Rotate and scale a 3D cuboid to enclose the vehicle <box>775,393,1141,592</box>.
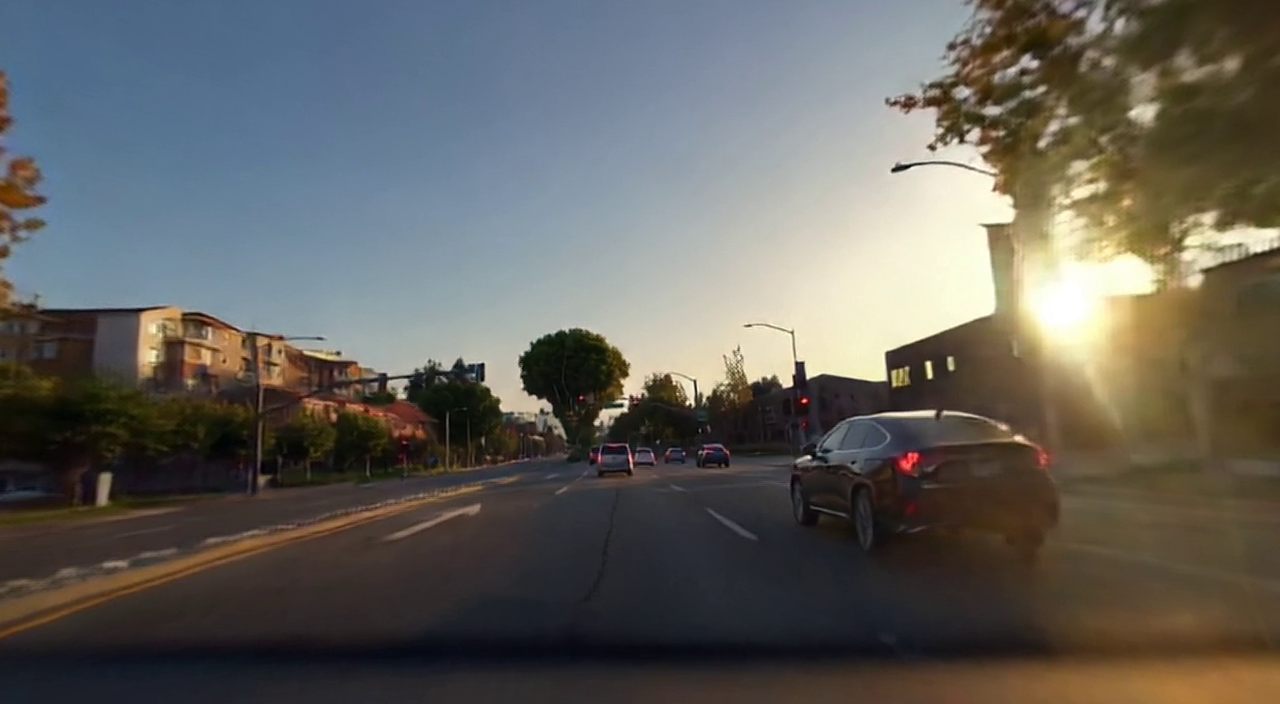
[{"bbox_3d":[3.229,1.565,7.788,1.893,1.664,4.670,0,-9,-2],"label":"vehicle"}]

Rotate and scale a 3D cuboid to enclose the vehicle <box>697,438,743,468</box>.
[{"bbox_3d":[5.312,6.820,42.742,2.052,1.886,5.297,0,-9,-4],"label":"vehicle"}]

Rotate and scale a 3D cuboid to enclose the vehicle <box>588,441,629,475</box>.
[{"bbox_3d":[-1.698,5.695,34.019,2.101,1.641,4.341,0,-9,-3],"label":"vehicle"}]
